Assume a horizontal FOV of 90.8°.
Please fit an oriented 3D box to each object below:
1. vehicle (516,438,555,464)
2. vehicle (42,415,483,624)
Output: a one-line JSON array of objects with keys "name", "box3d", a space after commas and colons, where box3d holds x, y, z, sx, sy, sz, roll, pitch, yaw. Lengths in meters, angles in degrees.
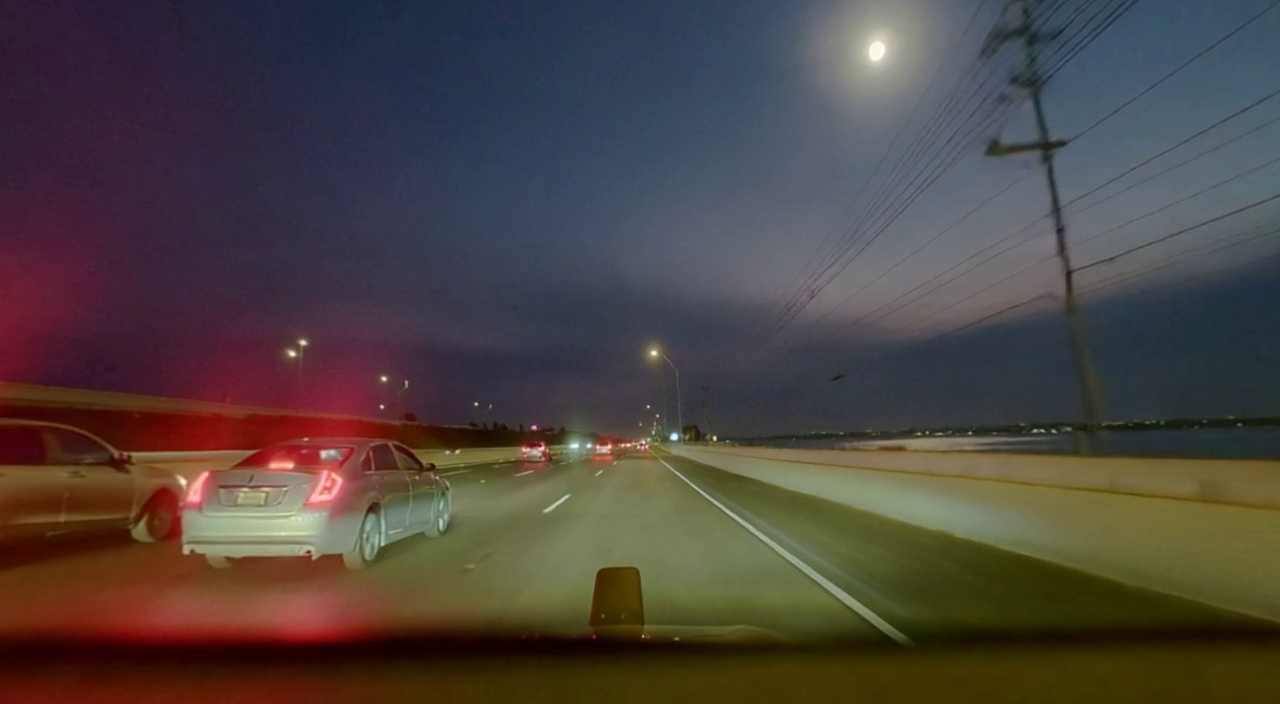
[{"name": "vehicle", "box3d": [-7.405, 7.053, 45.155, 2.050, 1.717, 4.418, 0, -8, 0]}, {"name": "vehicle", "box3d": [-3.316, 1.549, 6.887, 2.015, 1.501, 4.454, 0, -8, 1]}]
